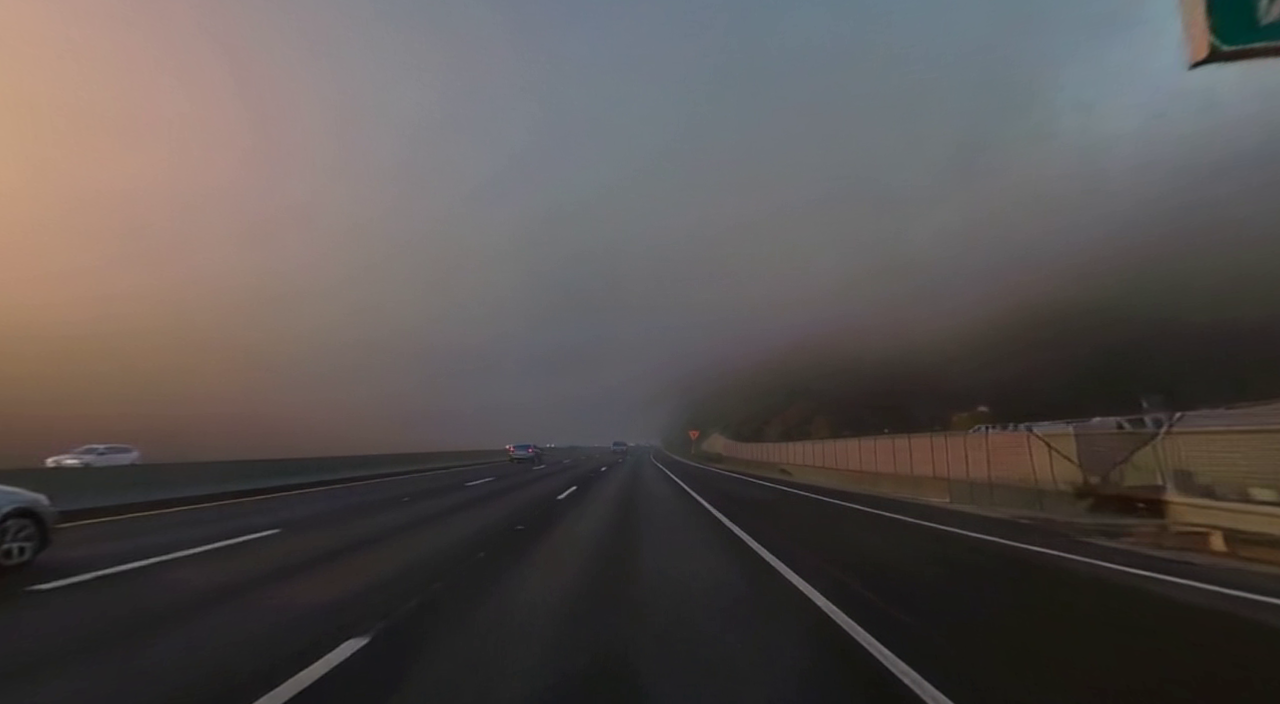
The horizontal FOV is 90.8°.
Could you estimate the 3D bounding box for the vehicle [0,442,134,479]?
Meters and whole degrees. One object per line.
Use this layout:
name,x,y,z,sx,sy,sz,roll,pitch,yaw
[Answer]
vehicle,-32.693,6.161,36.321,2.272,1.952,5.897,0,-8,0

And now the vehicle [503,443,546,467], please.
vehicle,-7.541,6.734,41.522,1.930,1.508,4.567,0,-9,0
